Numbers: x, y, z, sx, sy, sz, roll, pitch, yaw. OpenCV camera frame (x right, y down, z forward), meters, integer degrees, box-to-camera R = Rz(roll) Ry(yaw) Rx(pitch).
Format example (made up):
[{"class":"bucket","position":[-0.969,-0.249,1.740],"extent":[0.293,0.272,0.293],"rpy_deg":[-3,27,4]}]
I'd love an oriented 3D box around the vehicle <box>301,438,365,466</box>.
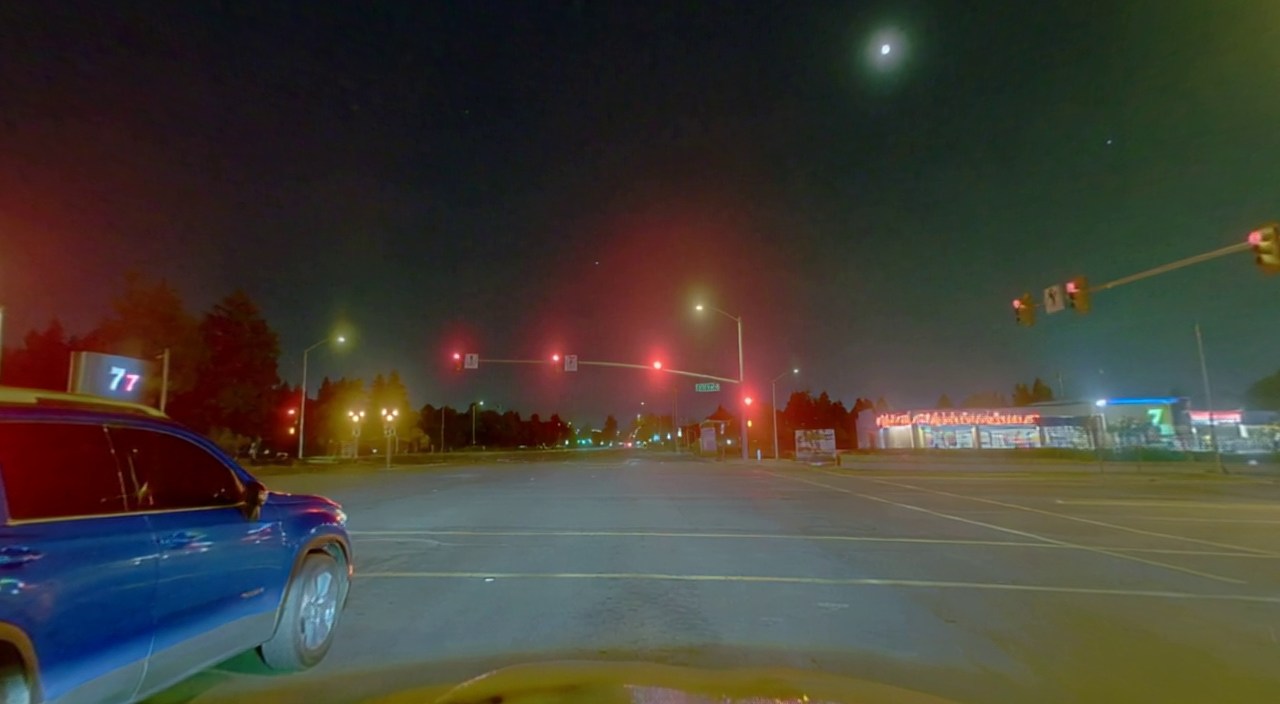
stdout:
[{"class":"vehicle","position":[-20.451,6.683,42.175],"extent":[2.004,1.699,4.486],"rpy_deg":[0,-9,1]}]

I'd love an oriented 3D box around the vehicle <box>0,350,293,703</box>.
[{"class":"vehicle","position":[-3.424,0.799,2.041],"extent":[2.053,1.690,4.364],"rpy_deg":[0,-9,0]}]
